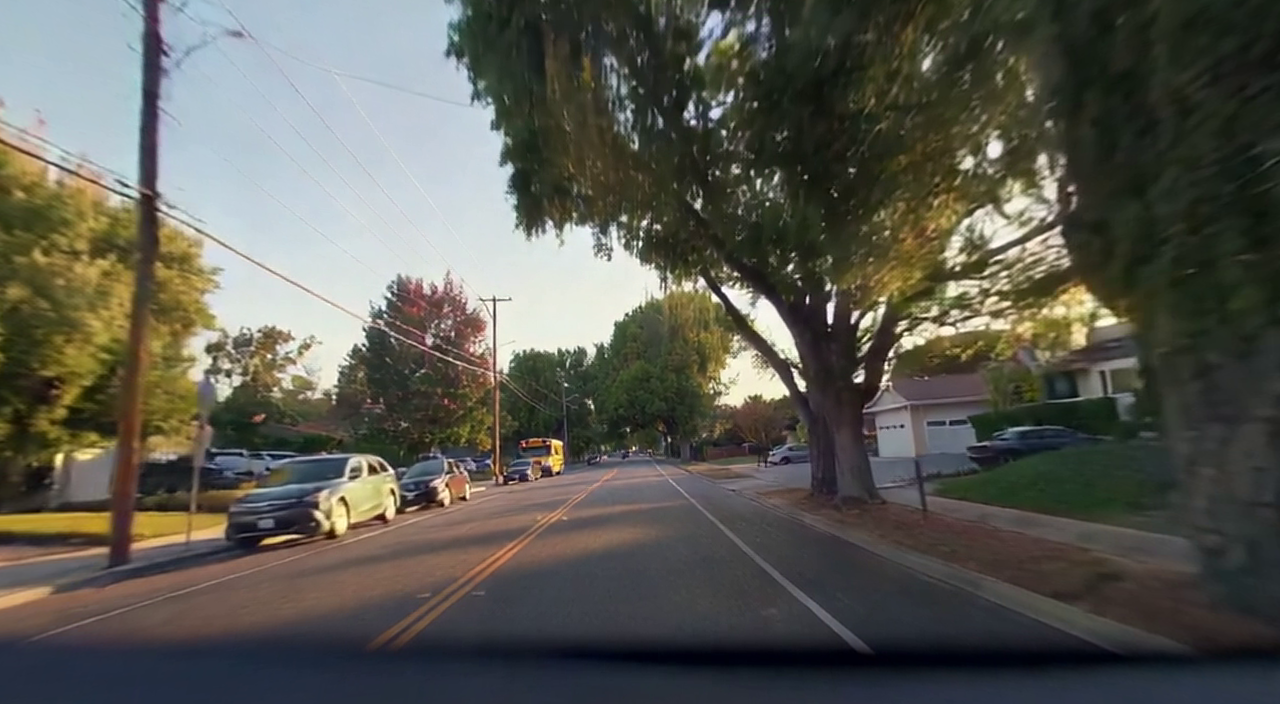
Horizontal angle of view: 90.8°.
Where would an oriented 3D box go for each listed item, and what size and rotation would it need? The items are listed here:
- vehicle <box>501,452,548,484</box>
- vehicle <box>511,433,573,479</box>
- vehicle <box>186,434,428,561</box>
[{"bbox_3d":[-6.767,6.850,37.469,2.023,1.721,4.418,0,-9,-1],"label":"vehicle"},{"bbox_3d":[-6.629,7.192,43.764,2.835,2.876,7.091,-1,-9,3],"label":"vehicle"},{"bbox_3d":[-6.591,2.930,13.503,2.284,1.939,5.502,-4,-10,-2],"label":"vehicle"}]
